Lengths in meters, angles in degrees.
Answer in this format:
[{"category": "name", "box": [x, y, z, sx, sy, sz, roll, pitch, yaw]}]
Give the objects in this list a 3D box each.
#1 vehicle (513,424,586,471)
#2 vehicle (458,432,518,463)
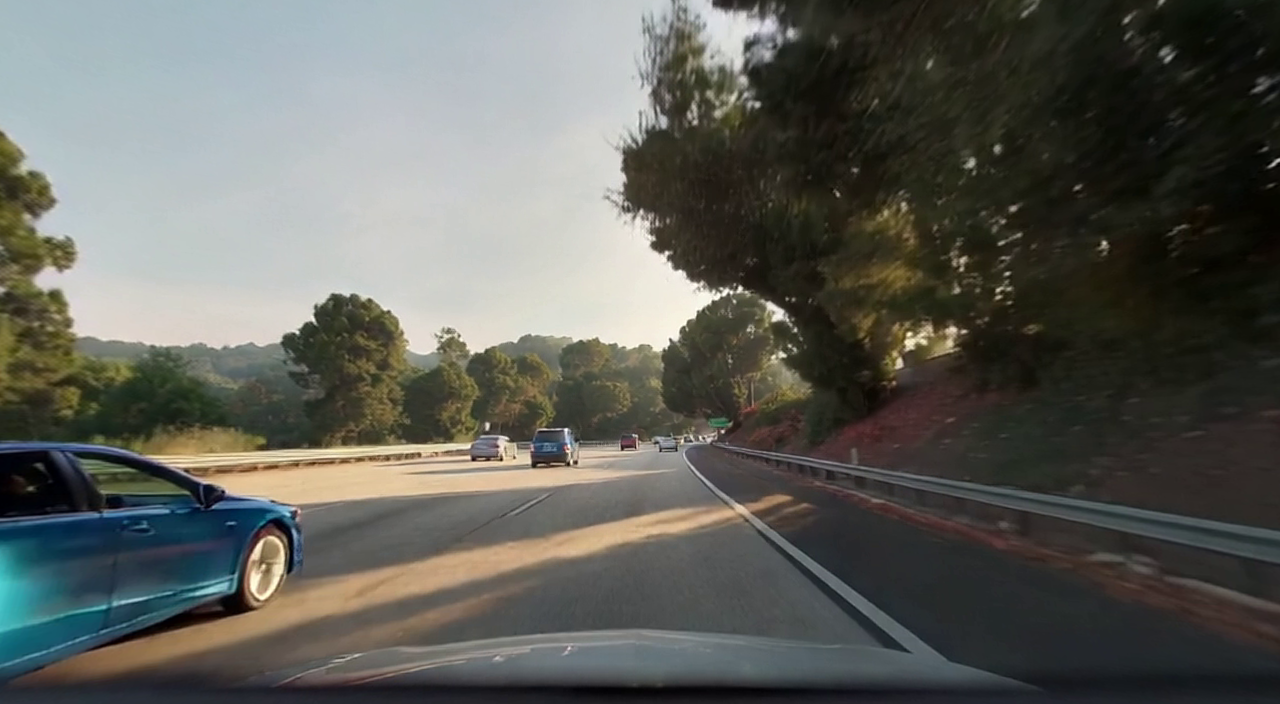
[{"category": "vehicle", "box": [-3.495, 3.811, 25.344, 2.071, 1.716, 4.363, 0, -8, 3]}, {"category": "vehicle", "box": [-7.596, 4.813, 31.963, 1.883, 1.411, 4.053, 0, -8, 3]}]
